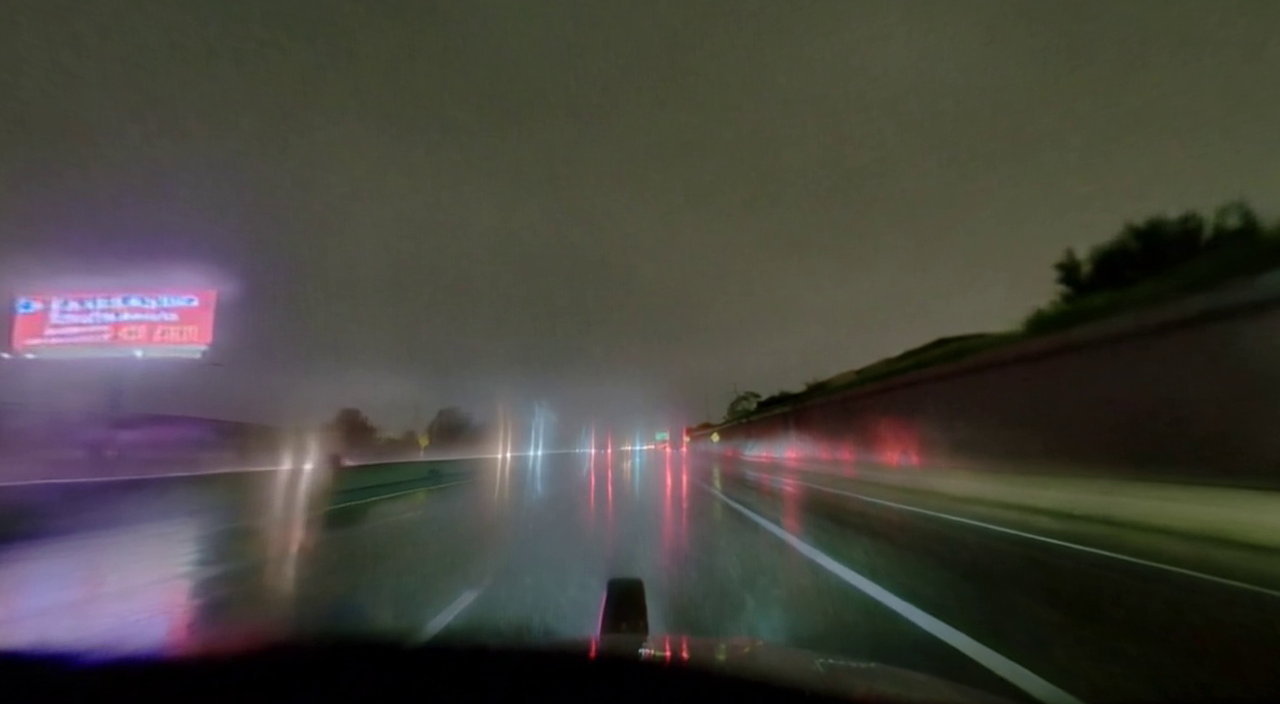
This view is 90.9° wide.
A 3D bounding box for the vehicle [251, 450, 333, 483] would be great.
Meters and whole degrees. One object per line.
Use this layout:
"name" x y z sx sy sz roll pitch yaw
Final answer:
"vehicle" -20.485 6.732 37.400 2.166 1.740 4.691 0 -8 0
